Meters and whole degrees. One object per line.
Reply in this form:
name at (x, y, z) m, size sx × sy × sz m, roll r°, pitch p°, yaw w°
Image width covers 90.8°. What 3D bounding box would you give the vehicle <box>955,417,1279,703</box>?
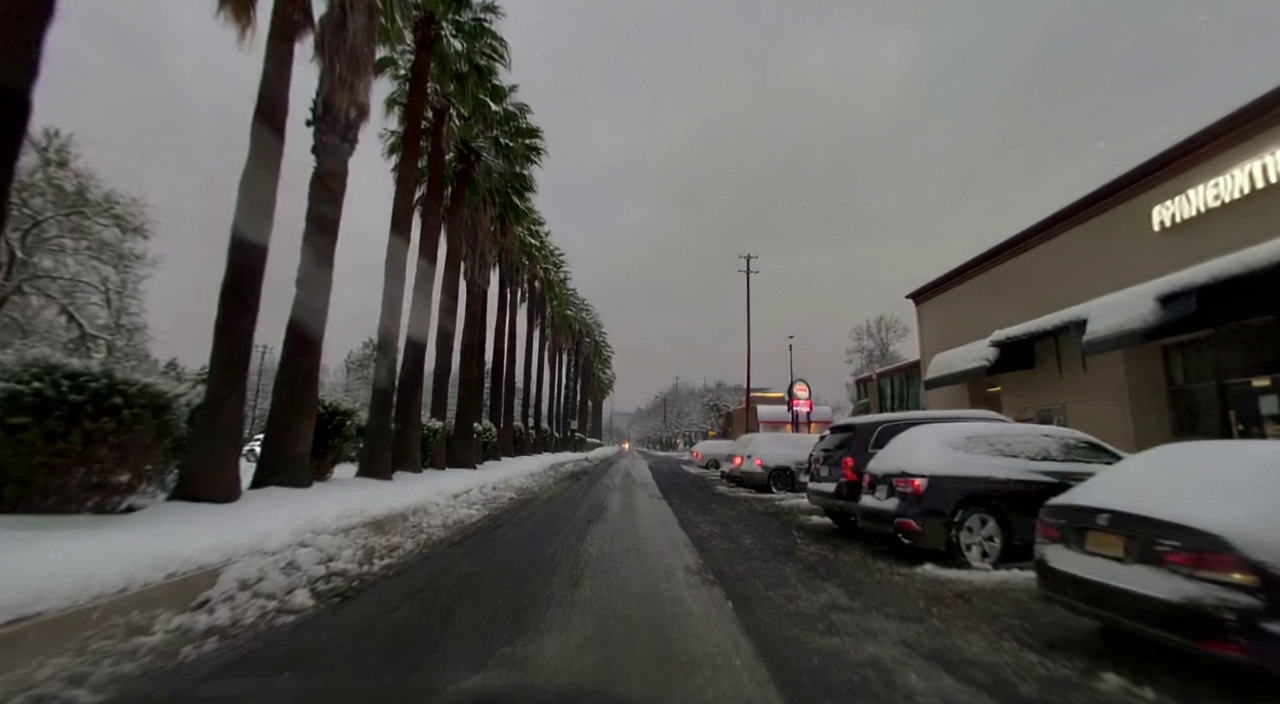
vehicle at (4.760, 1.151, 3.706) m, size 4.756 × 1.417 × 2.021 m, roll 1°, pitch -9°, yaw -4°
